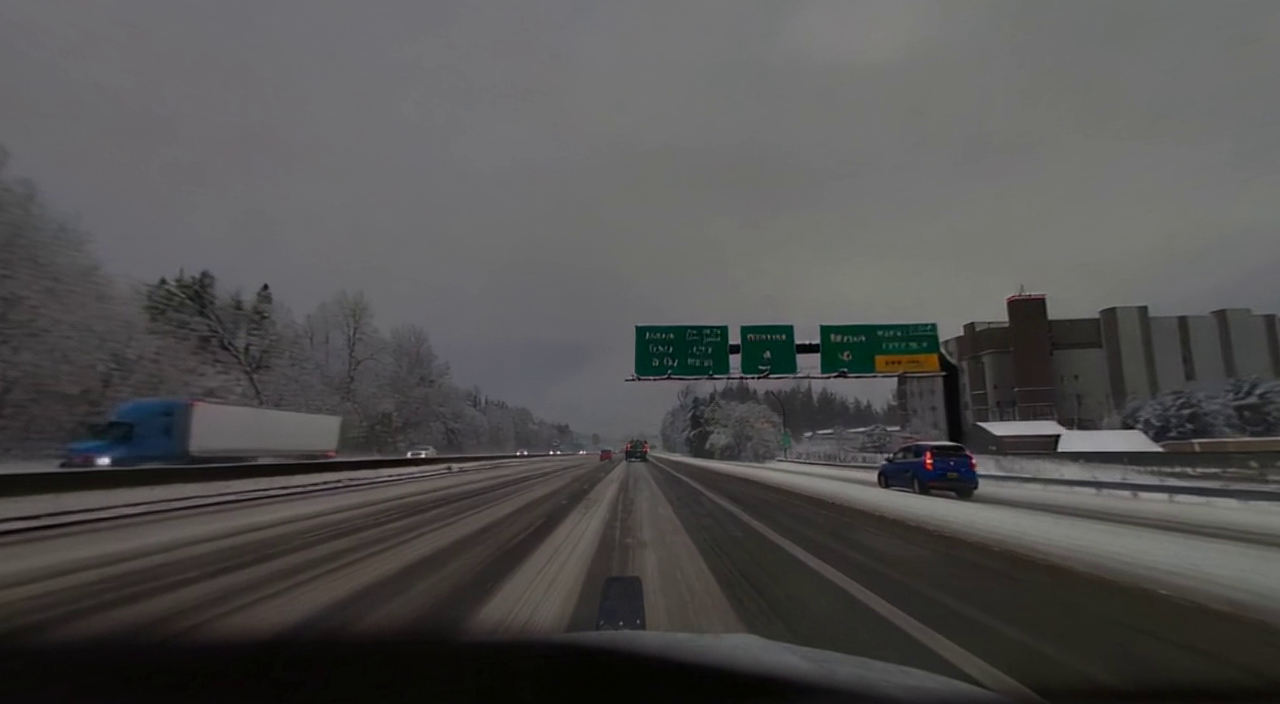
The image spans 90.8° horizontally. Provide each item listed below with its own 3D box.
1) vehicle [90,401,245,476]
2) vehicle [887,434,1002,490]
[{"bbox_3d":[-23.925,4.494,32.505,2.745,3.437,6.513,0,-8,1],"label":"vehicle"},{"bbox_3d":[13.905,5.055,29.325,2.411,2.326,5.300,0,-9,-3],"label":"vehicle"}]
